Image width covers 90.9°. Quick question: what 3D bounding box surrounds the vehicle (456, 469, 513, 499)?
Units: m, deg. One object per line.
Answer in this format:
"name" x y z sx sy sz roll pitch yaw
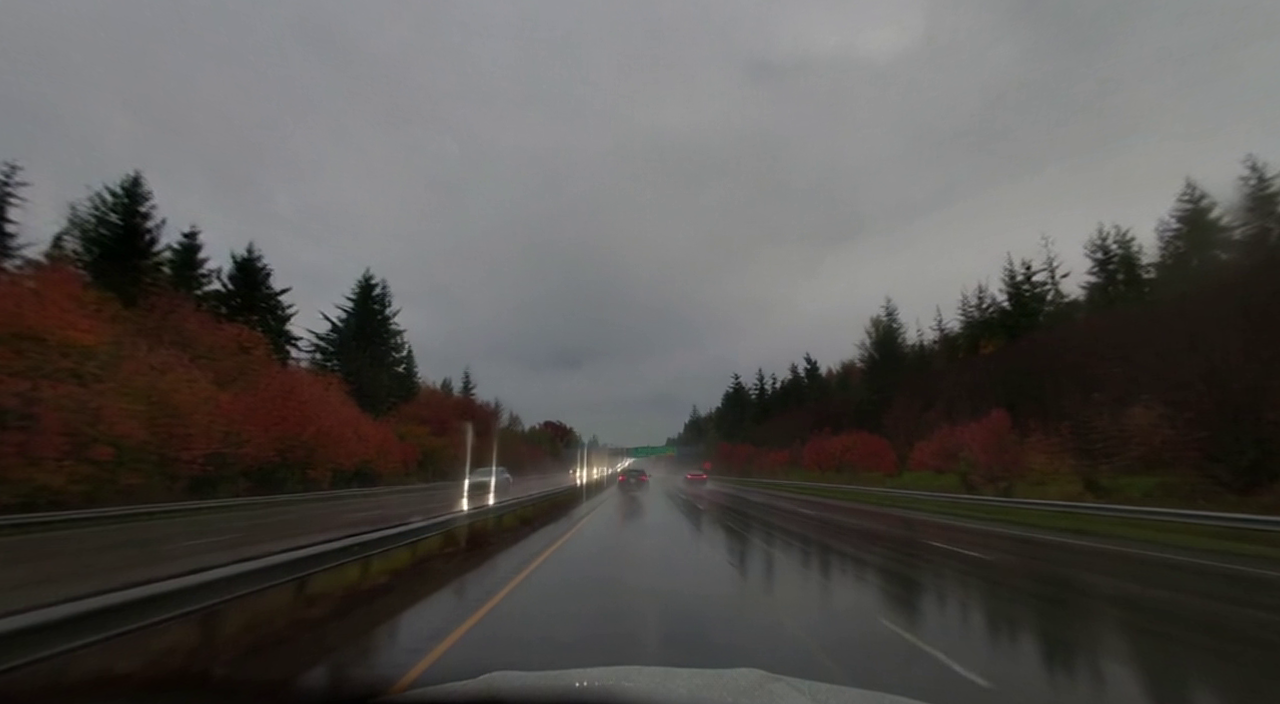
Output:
"vehicle" -8.295 7.066 33.920 1.970 1.493 3.879 0 -10 1

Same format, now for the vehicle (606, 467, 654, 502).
"vehicle" -0.433 6.094 29.316 2.060 1.473 3.726 1 -10 0
